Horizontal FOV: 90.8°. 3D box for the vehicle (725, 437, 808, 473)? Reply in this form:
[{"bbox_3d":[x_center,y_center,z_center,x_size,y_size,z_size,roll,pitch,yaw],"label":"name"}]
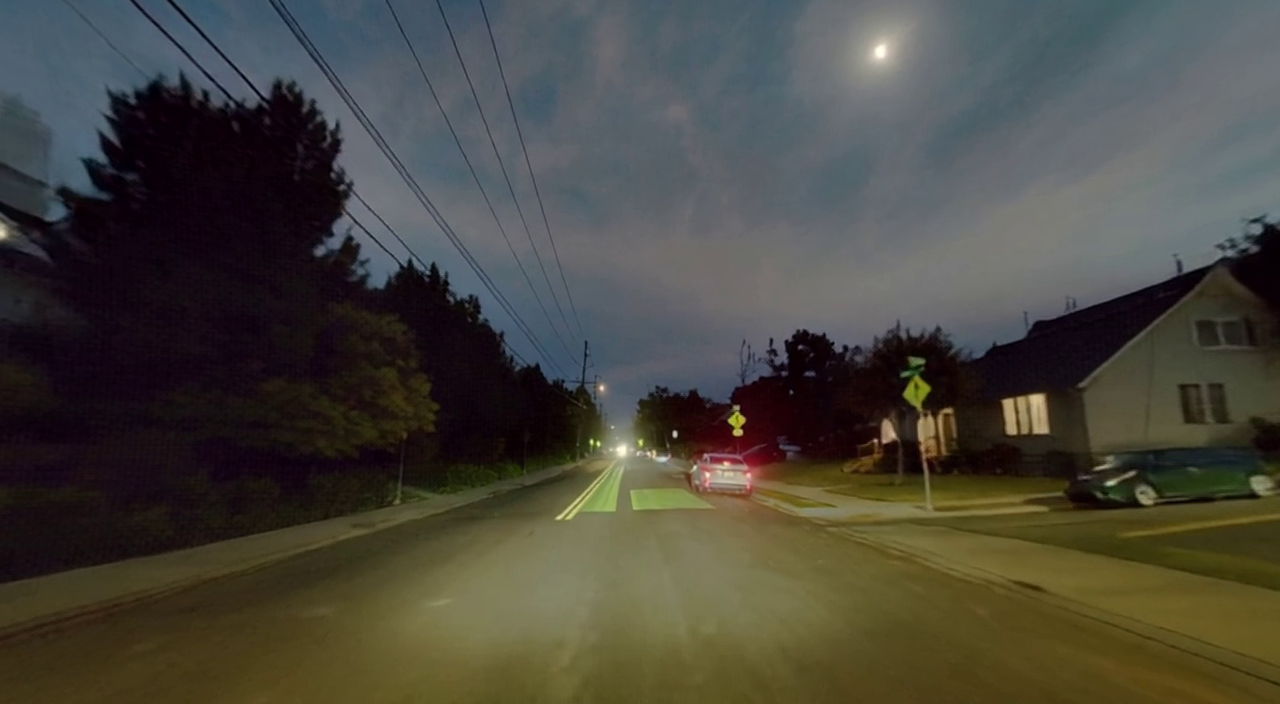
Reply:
[{"bbox_3d":[8.470,6.910,42.552,4.922,1.846,1.941,-6,-8,-6],"label":"vehicle"}]

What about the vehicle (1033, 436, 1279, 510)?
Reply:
[{"bbox_3d":[11.856,2.716,14.108,4.809,1.494,1.940,0,-13,-2],"label":"vehicle"}]

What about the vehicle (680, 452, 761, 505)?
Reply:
[{"bbox_3d":[2.666,4.332,22.288,1.989,1.545,5.423,0,-8,-2],"label":"vehicle"}]
